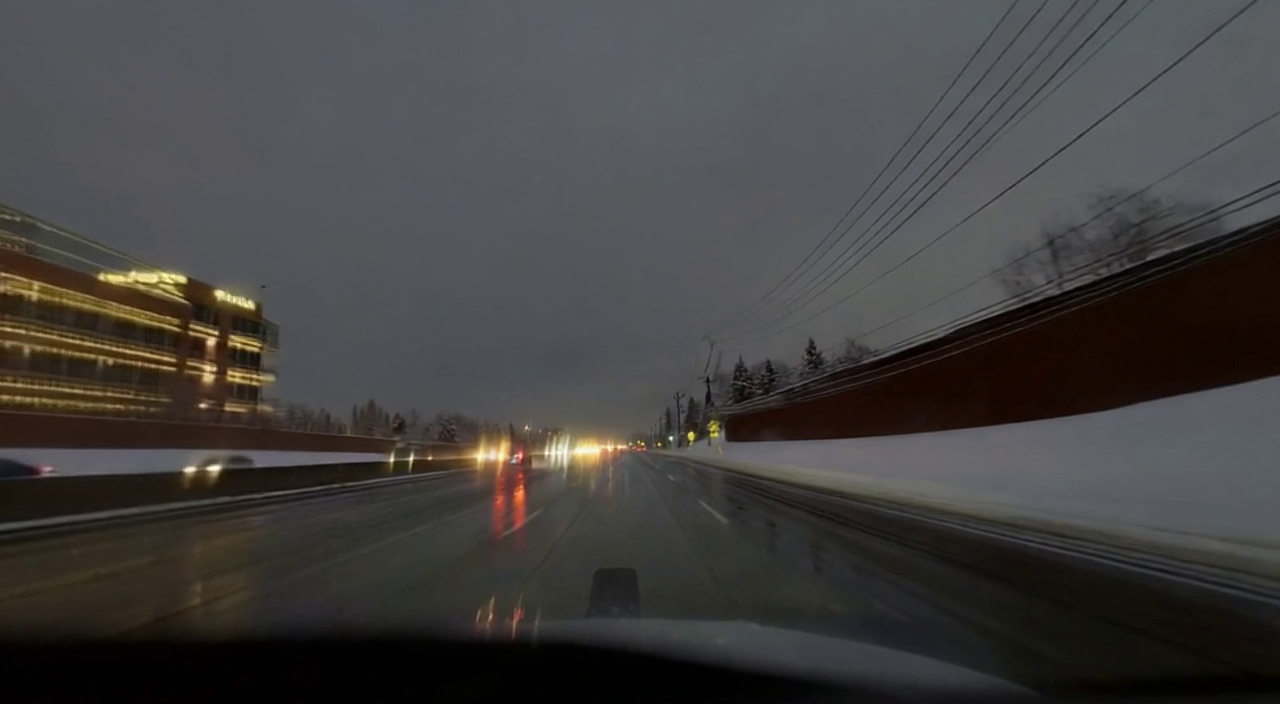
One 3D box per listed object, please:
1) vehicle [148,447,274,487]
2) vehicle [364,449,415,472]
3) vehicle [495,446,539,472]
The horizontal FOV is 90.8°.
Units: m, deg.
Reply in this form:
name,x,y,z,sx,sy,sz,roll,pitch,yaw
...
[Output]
name,x,y,z,sx,sy,sz,roll,pitch,yaw
vehicle,-21.915,5.864,32.696,2.224,1.859,6.117,0,-9,0
vehicle,-18.237,7.895,46.268,1.871,1.596,4.507,0,-8,0
vehicle,-7.673,6.702,39.745,2.013,1.574,3.923,0,-8,0
